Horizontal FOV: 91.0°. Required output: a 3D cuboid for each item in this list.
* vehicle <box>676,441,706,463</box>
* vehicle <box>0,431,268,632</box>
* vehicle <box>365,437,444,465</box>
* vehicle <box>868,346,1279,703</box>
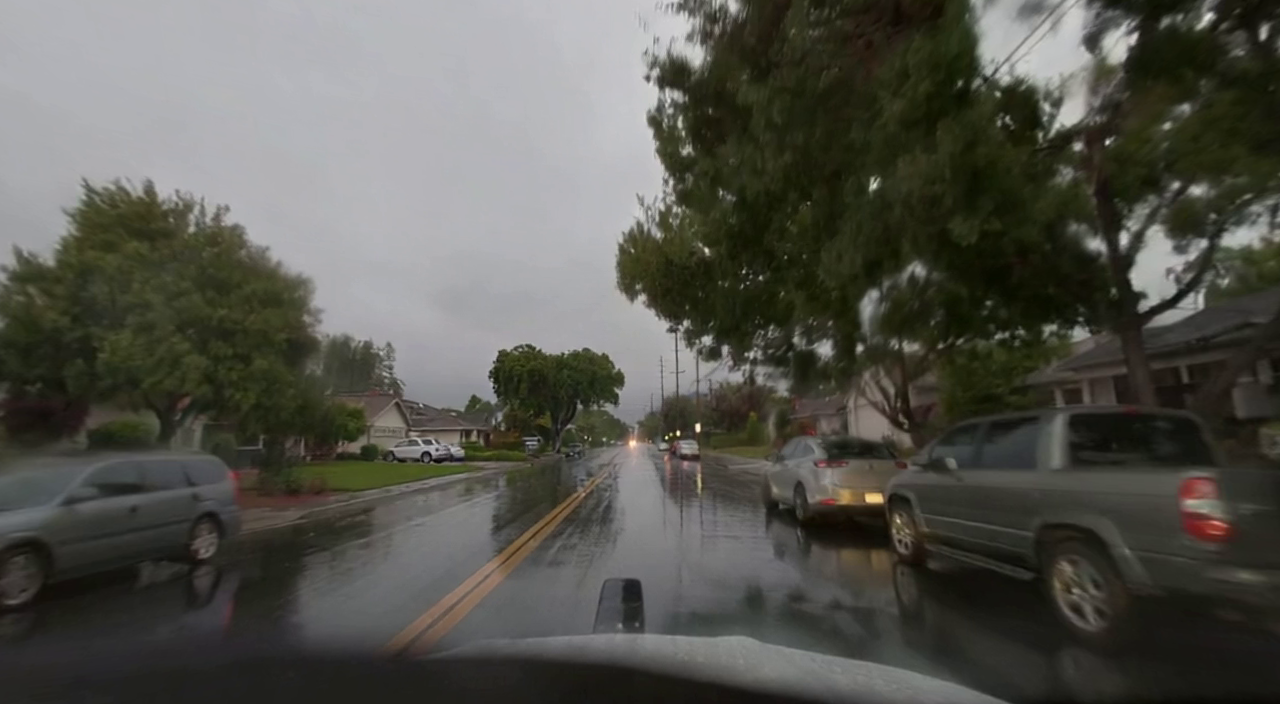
[{"bbox_3d":[3.941,7.823,49.439,1.917,1.569,4.460,0,-8,-1],"label":"vehicle"},{"bbox_3d":[-5.823,1.648,6.189,1.898,1.507,4.009,-4,-9,0],"label":"vehicle"},{"bbox_3d":[-15.300,6.445,41.070,4.320,1.767,1.951,0,-9,5],"label":"vehicle"},{"bbox_3d":[3.923,1.217,5.082,2.068,1.838,5.278,0,-8,-1],"label":"vehicle"}]
